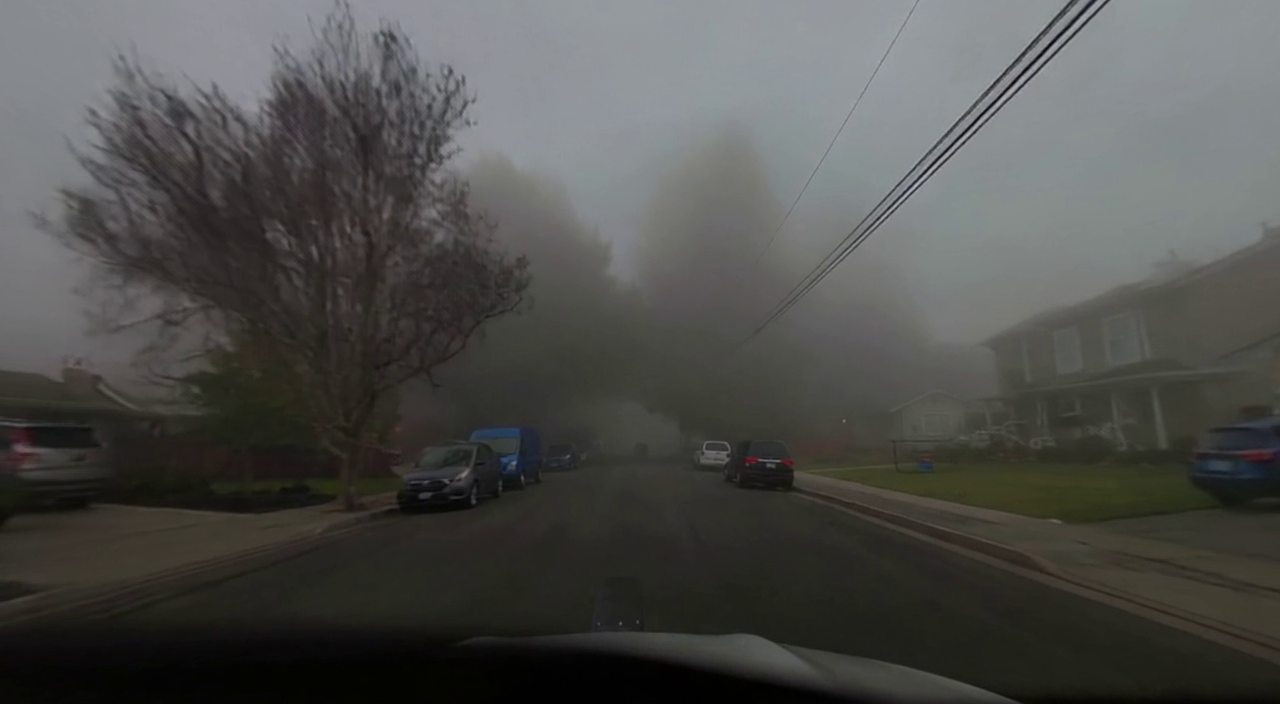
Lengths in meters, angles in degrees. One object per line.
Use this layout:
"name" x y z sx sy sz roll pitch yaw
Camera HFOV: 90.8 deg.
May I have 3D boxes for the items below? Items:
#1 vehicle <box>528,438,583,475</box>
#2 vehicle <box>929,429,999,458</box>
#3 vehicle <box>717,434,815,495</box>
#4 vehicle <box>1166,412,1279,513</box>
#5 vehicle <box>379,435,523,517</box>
"vehicle" -4.299 5.395 32.820 2.157 1.736 4.104 -1 -9 1
"vehicle" 19.459 5.535 38.181 2.086 1.658 4.154 0 -8 2
"vehicle" 4.137 3.808 21.899 2.152 1.810 5.846 0 -8 0
"vehicle" 12.429 1.775 10.791 4.872 1.521 2.229 -2 -6 -1
"vehicle" -4.560 3.002 16.112 2.116 1.659 4.832 -3 -7 1
